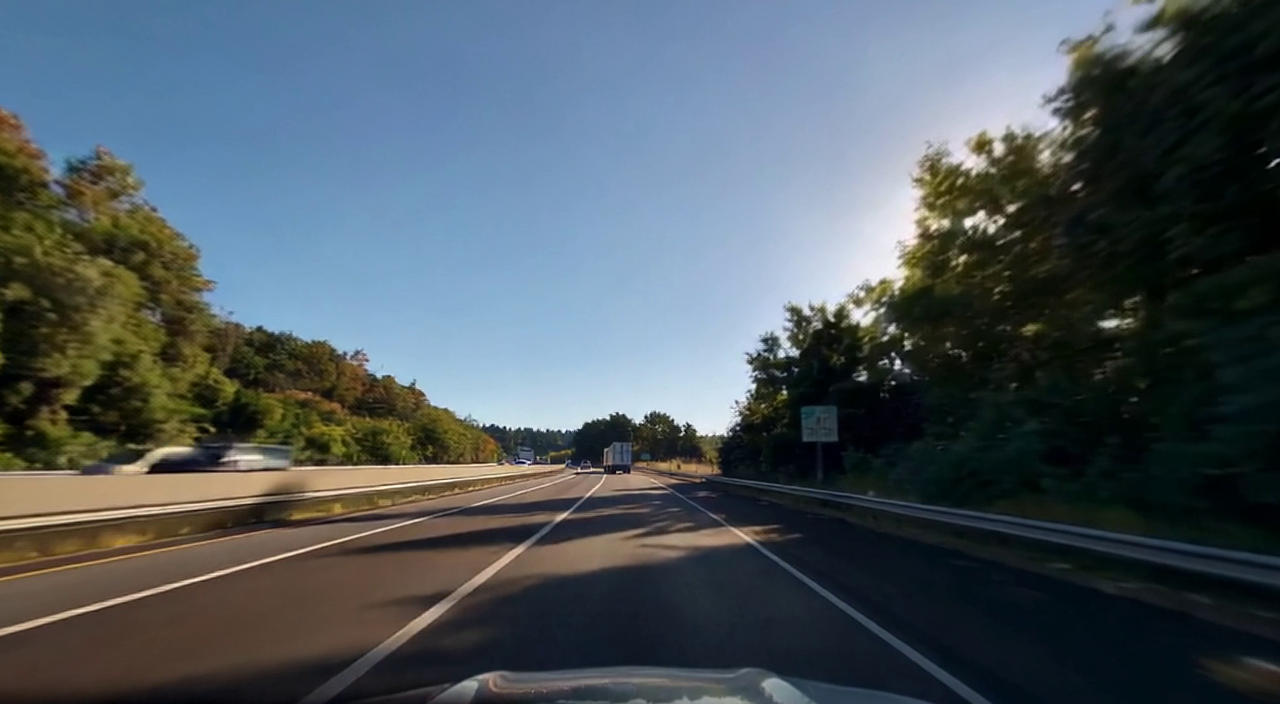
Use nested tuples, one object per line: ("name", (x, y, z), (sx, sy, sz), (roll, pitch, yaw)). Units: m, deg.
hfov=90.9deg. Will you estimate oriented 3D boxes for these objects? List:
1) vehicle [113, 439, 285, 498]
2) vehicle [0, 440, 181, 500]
("vehicle", (-12.818, 3.465, 18.734), (1.978, 1.513, 4.284), (1, -11, 0))
("vehicle", (-17.062, 3.649, 19.557), (2.217, 1.578, 4.428), (1, -11, 0))
